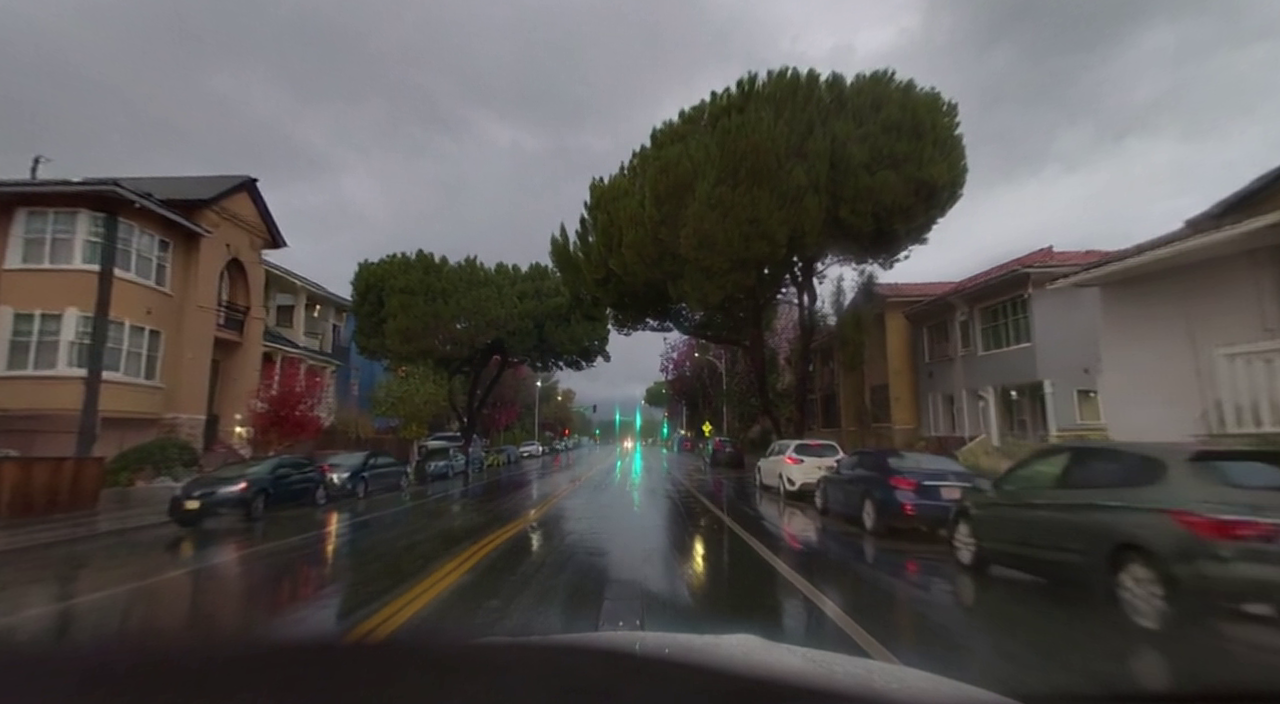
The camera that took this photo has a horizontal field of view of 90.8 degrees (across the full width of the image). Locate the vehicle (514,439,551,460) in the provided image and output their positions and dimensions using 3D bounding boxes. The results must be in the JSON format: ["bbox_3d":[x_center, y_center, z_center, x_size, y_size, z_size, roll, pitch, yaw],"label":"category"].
[{"bbox_3d":[-8.324,7.599,49.220,1.981,1.505,4.359,-1,-9,2],"label":"vehicle"}]

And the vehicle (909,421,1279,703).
[{"bbox_3d":[4.178,1.465,5.533,1.845,1.556,3.929,0,-9,-1],"label":"vehicle"}]

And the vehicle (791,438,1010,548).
[{"bbox_3d":[4.075,2.244,10.806,1.748,1.471,4.305,0,-9,-3],"label":"vehicle"}]

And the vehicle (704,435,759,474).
[{"bbox_3d":[4.185,4.771,29.579,1.889,1.703,4.253,0,-9,-1],"label":"vehicle"}]

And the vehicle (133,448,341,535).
[{"bbox_3d":[-8.098,2.786,13.239,1.852,1.482,3.916,-1,-9,-2],"label":"vehicle"}]

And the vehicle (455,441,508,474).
[{"bbox_3d":[-8.233,5.483,33.068,1.883,1.565,3.655,-2,-8,-1],"label":"vehicle"}]

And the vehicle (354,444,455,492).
[{"bbox_3d":[-8.211,4.056,22.472,1.875,1.498,4.395,-1,-8,0],"label":"vehicle"}]
